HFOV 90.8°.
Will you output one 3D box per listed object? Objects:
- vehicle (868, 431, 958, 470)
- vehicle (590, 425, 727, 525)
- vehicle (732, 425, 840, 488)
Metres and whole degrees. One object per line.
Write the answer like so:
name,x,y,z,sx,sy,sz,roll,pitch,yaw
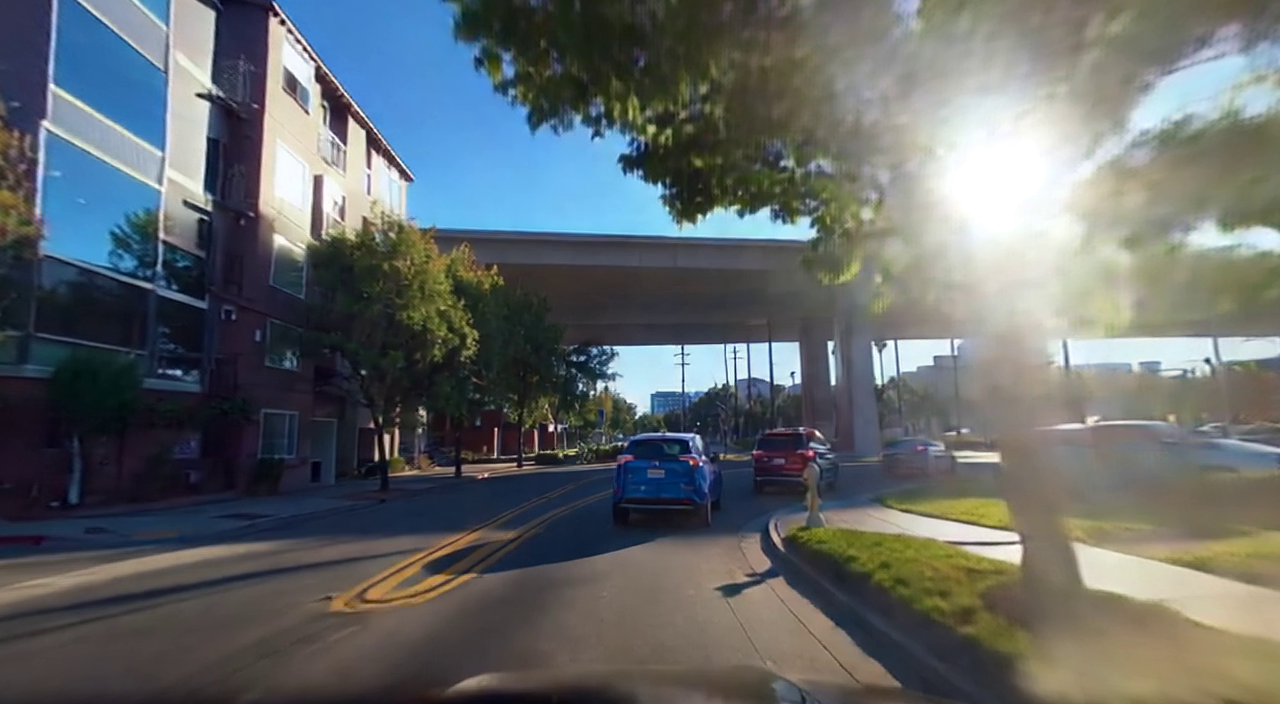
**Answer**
vehicle,13.442,4.826,31.039,4.310,1.762,1.995,6,-10,-34
vehicle,0.595,2.320,12.535,2.087,1.578,4.652,-2,-9,9
vehicle,5.120,3.508,21.677,2.241,1.885,4.771,-4,-9,31
